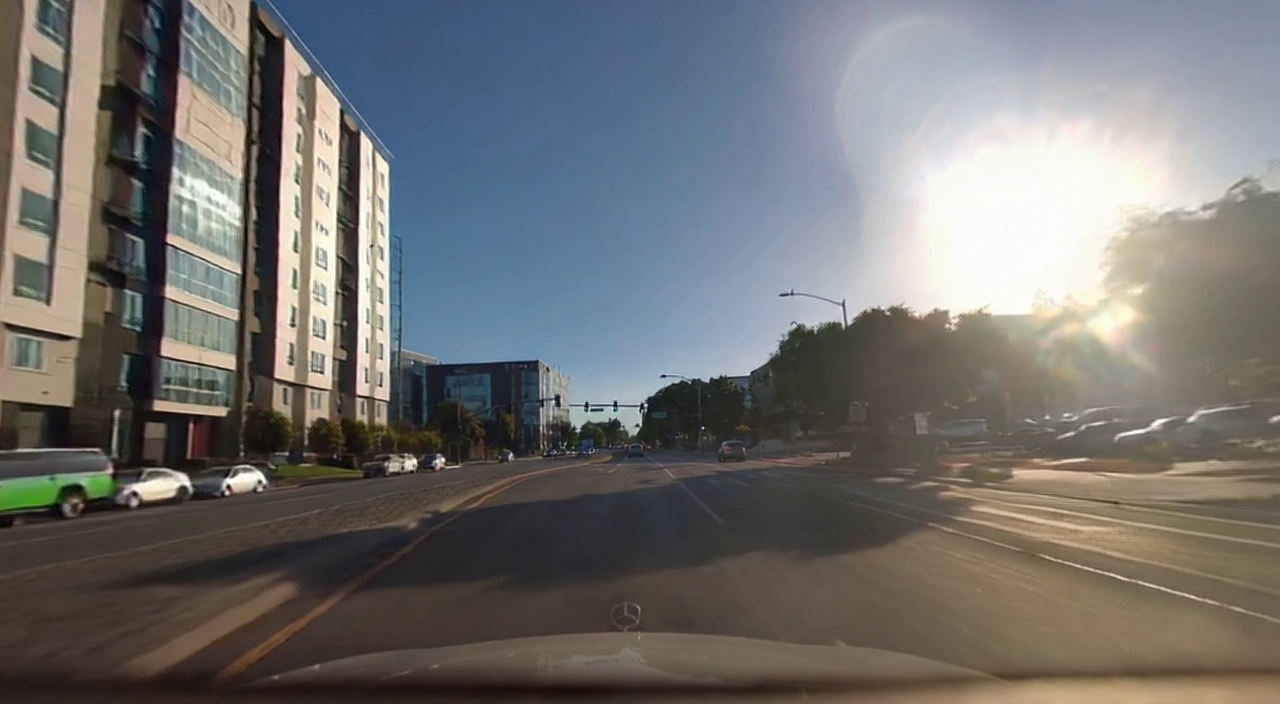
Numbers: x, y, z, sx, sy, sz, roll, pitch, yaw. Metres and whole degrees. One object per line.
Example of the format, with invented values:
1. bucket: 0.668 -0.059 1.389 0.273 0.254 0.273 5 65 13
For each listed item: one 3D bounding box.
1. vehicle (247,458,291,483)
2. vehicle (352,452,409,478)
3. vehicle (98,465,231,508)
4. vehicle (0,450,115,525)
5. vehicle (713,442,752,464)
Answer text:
1. vehicle: -25.721 8.217 43.916 2.099 1.561 4.013 4 -9 -24
2. vehicle: -18.696 8.133 45.843 2.047 1.756 4.844 0 -9 0
3. vehicle: -19.031 5.361 25.577 1.850 1.451 4.450 0 -9 1
4. vehicle: -19.106 3.889 18.244 2.373 2.077 6.457 0 -9 -1
5. vehicle: 6.417 7.092 44.285 1.992 1.447 4.414 0 -9 -1
